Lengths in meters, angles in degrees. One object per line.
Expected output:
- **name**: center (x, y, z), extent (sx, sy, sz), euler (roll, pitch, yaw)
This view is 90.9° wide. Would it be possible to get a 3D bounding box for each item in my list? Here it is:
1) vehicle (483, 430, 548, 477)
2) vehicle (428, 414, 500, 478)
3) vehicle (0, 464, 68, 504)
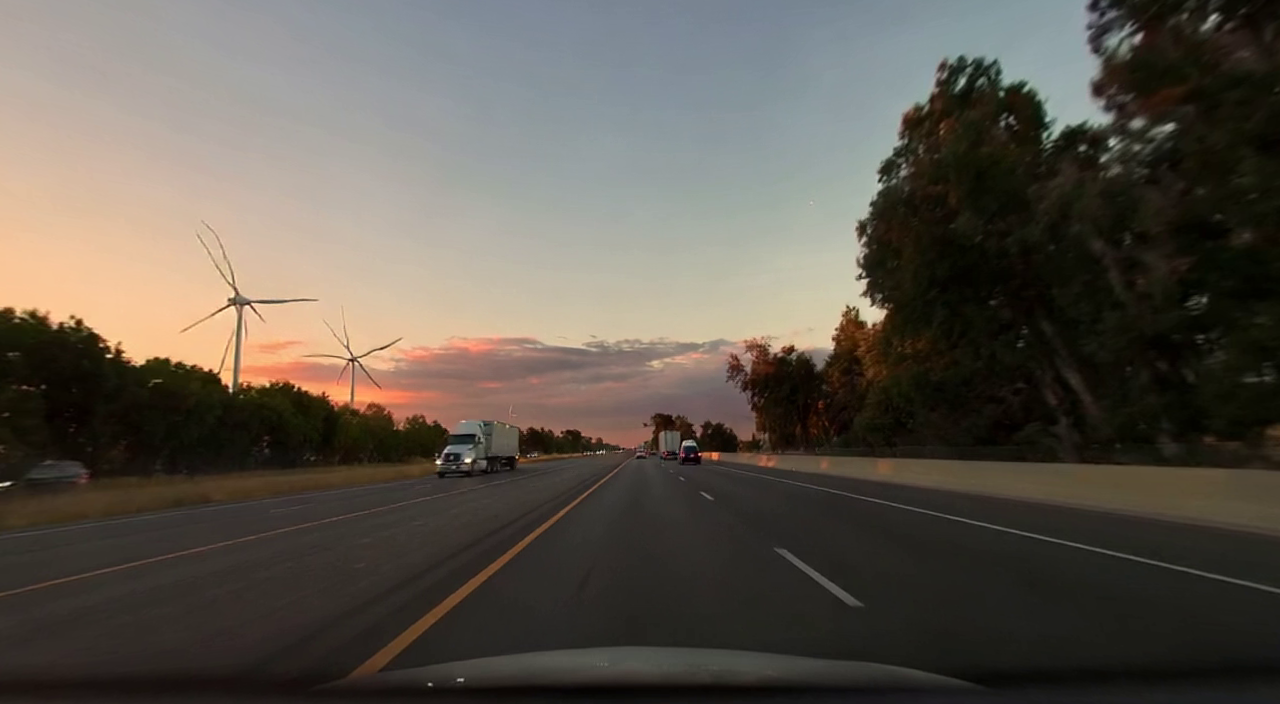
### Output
- **vehicle**: center (-8.070, 6.751, 41.915), extent (2.700, 2.772, 7.443), euler (0, -9, 1)
- **vehicle**: center (-12.203, 6.647, 44.413), extent (2.947, 4.100, 6.956), euler (0, -9, 0)
- **vehicle**: center (-27.850, 5.752, 27.510), extent (1.786, 1.593, 4.175), euler (0, -9, -1)
